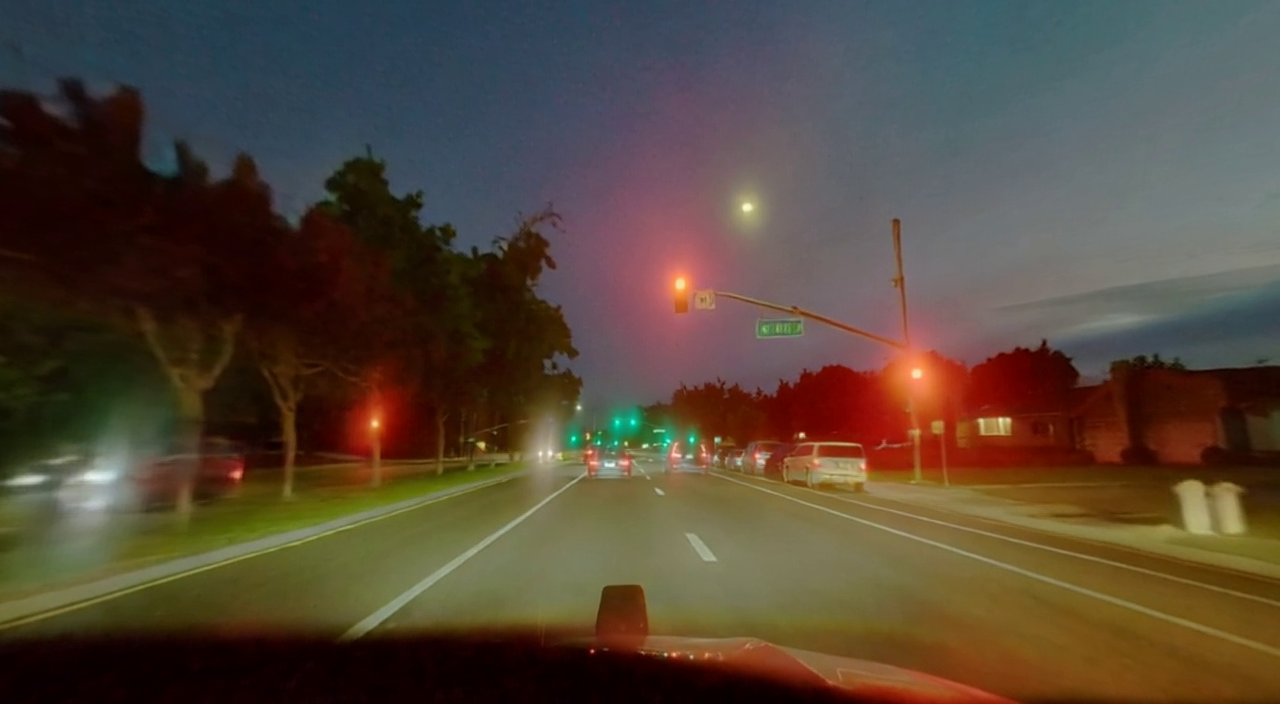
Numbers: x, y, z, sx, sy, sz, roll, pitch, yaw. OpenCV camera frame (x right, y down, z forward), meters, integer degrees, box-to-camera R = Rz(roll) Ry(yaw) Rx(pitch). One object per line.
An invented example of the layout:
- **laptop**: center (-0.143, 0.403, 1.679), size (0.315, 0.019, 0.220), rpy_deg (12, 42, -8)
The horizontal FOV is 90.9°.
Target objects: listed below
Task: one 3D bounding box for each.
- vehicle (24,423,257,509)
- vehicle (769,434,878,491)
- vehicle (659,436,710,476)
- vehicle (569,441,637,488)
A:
- **vehicle**: center (-12.339, 2.832, 16.153), size (2.097, 1.826, 4.812), rpy_deg (0, -8, -2)
- **vehicle**: center (6.565, 4.069, 23.344), size (2.184, 1.786, 5.497), rpy_deg (2, -10, -3)
- **vehicle**: center (2.087, 5.053, 30.911), size (2.073, 1.822, 4.276), rpy_deg (0, -8, -2)
- **vehicle**: center (-1.248, 3.911, 22.207), size (2.140, 1.474, 4.026), rpy_deg (0, -8, -2)
